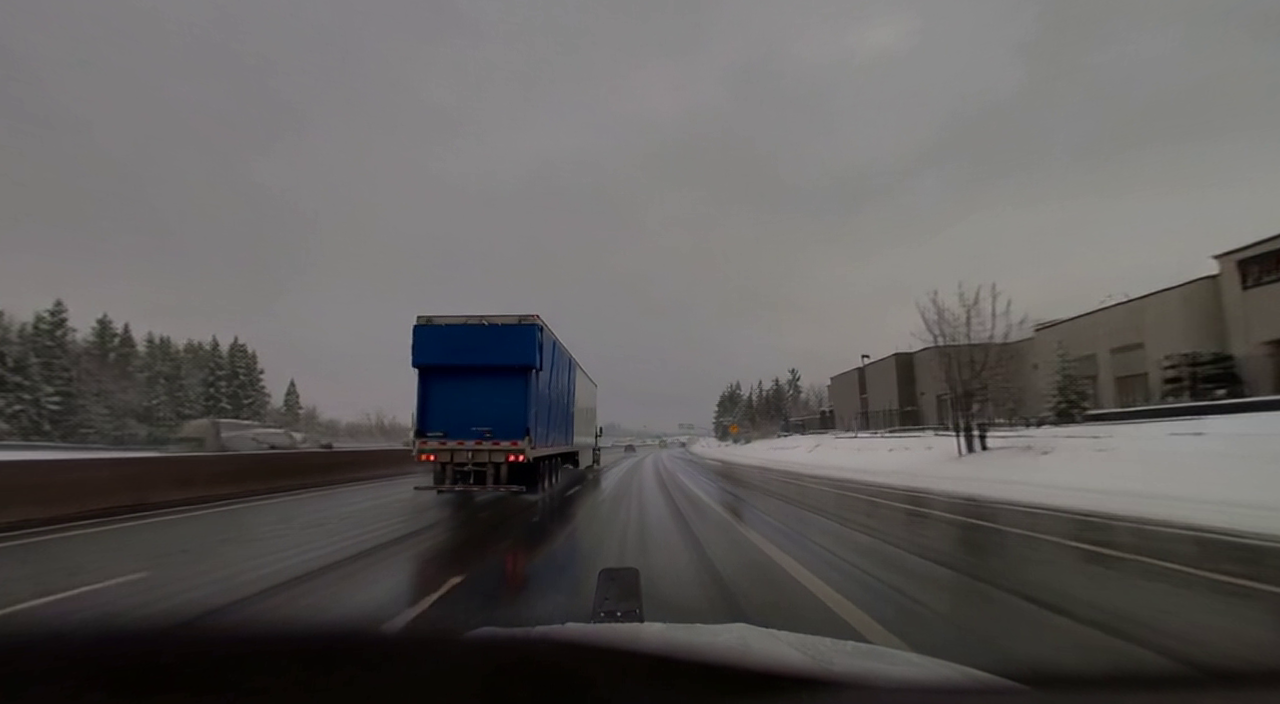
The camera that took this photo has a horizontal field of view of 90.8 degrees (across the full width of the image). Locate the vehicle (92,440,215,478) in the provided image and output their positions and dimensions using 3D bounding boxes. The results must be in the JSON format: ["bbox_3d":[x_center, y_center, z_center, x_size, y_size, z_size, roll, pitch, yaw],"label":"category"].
[{"bbox_3d":[-27.841,6.107,36.495,2.253,1.970,6.015,0,-8,1],"label":"vehicle"}]

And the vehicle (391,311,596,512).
[{"bbox_3d":[-3.536,2.363,21.078,2.939,4.132,16.303,0,-8,0],"label":"vehicle"}]

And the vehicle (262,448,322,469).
[{"bbox_3d":[-27.348,8.355,49.817,1.911,1.505,4.787,0,-8,1],"label":"vehicle"}]
